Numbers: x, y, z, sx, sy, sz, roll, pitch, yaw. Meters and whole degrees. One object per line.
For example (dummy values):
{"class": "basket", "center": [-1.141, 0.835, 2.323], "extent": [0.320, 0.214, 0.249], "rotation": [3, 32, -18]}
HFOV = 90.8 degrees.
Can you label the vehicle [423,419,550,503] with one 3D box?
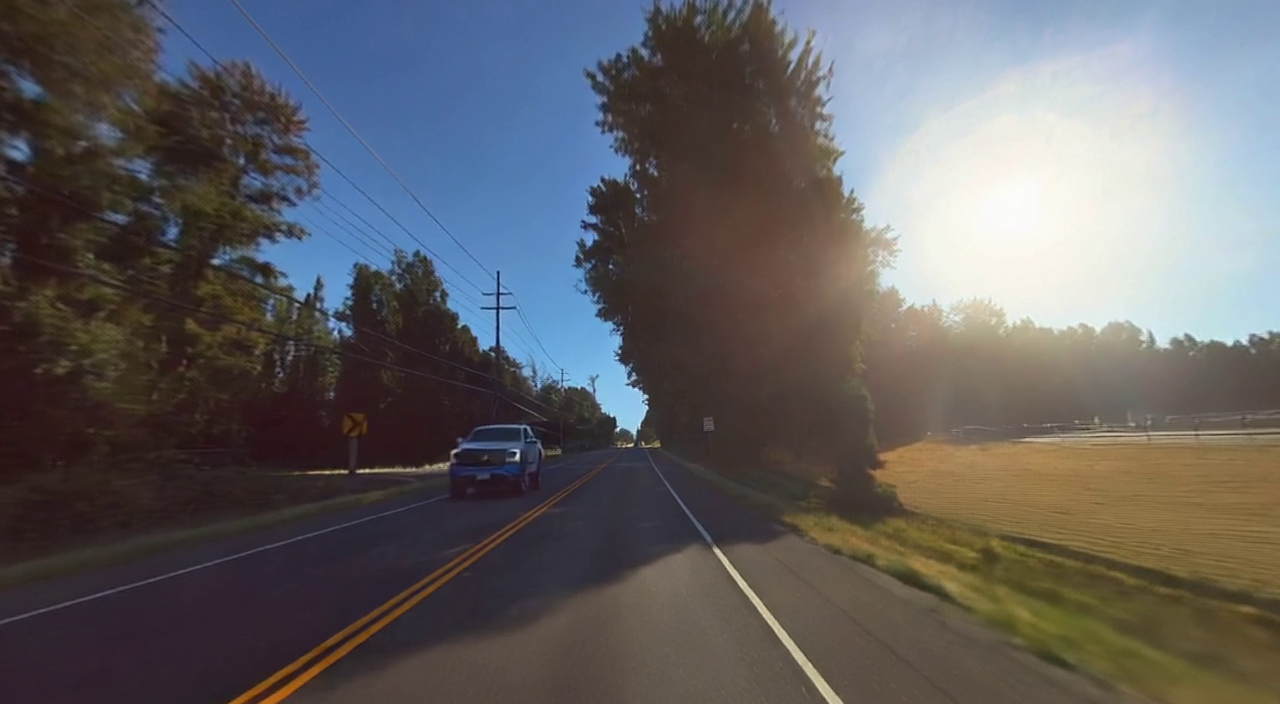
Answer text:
{"class": "vehicle", "center": [-3.998, 2.965, 17.522], "extent": [2.331, 1.961, 4.966], "rotation": [0, -9, -1]}
